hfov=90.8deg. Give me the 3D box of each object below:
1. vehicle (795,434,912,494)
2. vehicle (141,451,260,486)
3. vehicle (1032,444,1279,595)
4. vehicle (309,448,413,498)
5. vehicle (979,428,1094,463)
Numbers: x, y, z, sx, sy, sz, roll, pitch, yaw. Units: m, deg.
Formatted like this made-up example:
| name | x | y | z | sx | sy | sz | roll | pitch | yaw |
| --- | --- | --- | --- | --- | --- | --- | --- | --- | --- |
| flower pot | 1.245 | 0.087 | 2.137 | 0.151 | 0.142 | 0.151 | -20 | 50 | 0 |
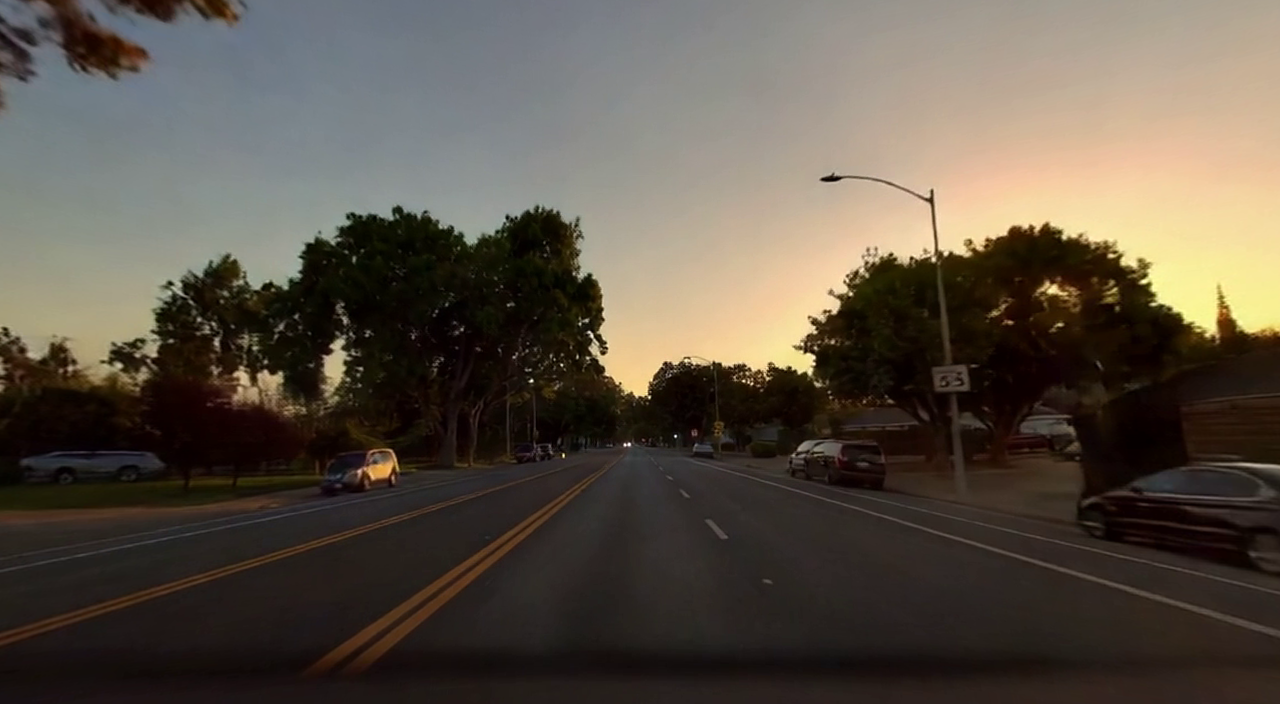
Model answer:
| name | x | y | z | sx | sy | sz | roll | pitch | yaw |
| --- | --- | --- | --- | --- | --- | --- | --- | --- | --- |
| vehicle | 7.070 | 3.754 | 21.662 | 2.087 | 1.762 | 5.493 | 0 | -8 | 0 |
| vehicle | -20.469 | 5.435 | 29.563 | 4.055 | 1.511 | 1.898 | 0 | -9 | -5 |
| vehicle | 7.314 | 1.873 | 7.694 | 1.982 | 1.479 | 4.687 | 0 | -9 | -1 |
| vehicle | -10.829 | 4.710 | 24.994 | 2.048 | 1.692 | 4.635 | -2 | -9 | -1 |
| vehicle | 20.547 | 4.873 | 32.871 | 4.600 | 1.757 | 2.050 | 0 | -9 | -2 |
